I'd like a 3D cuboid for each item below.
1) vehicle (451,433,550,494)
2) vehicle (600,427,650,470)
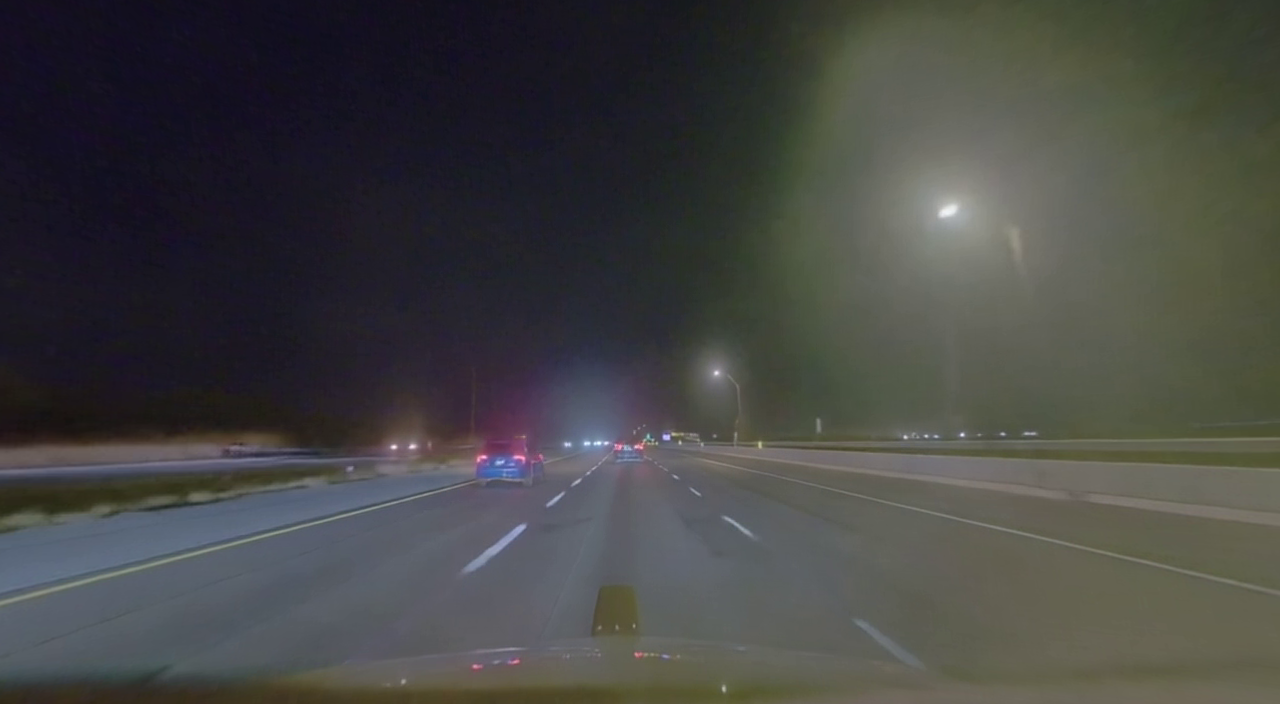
[{"bbox_3d":[-4.026,3.278,18.979,2.039,1.602,4.317,0,-8,0],"label":"vehicle"},{"bbox_3d":[-0.780,4.879,31.964,2.382,1.973,4.439,0,-8,-2],"label":"vehicle"}]
